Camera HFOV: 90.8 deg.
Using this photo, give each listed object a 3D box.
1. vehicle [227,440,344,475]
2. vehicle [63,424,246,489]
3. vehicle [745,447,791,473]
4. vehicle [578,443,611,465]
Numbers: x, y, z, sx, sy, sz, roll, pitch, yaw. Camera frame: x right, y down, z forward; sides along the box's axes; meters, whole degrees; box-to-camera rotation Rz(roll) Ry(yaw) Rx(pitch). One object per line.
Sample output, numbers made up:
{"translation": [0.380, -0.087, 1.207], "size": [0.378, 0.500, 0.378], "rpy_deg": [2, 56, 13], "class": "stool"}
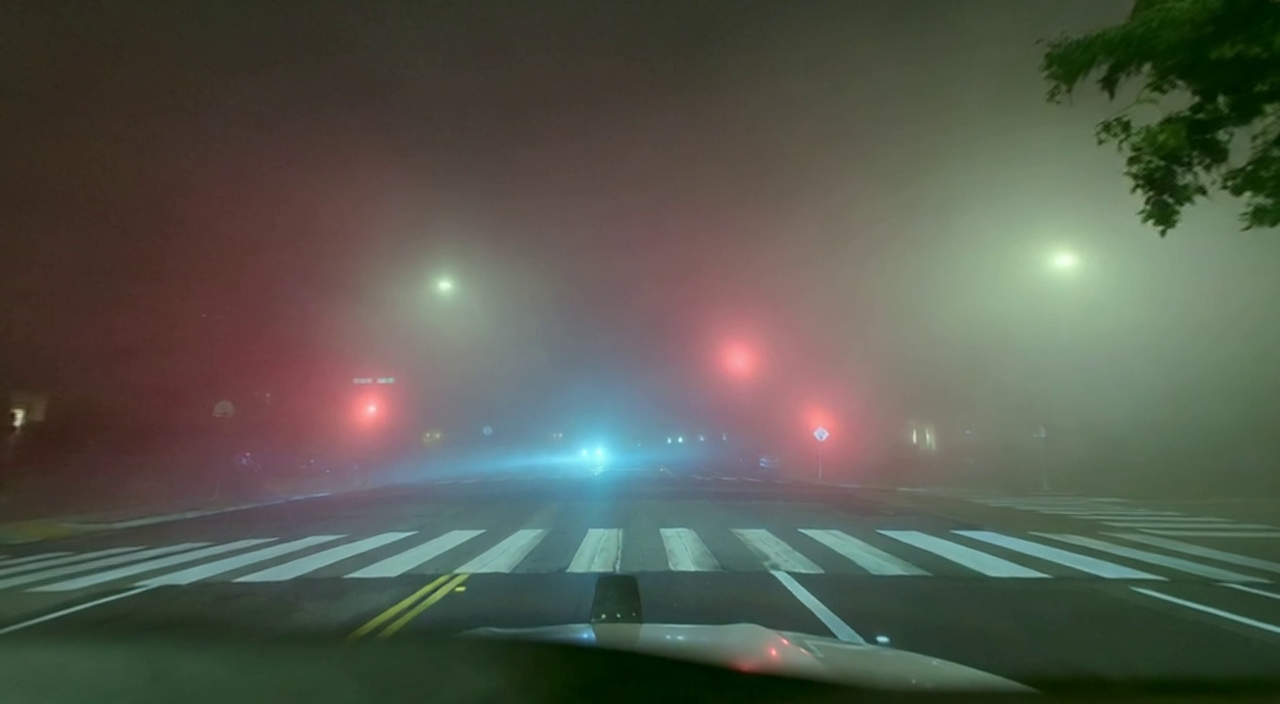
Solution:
{"translation": [-17.953, 5.362, 32.179], "size": [4.743, 1.734, 1.994], "rpy_deg": [0, -9, 0], "class": "vehicle"}
{"translation": [-17.918, 3.872, 23.551], "size": [4.800, 2.259, 2.303], "rpy_deg": [0, -9, -1], "class": "vehicle"}
{"translation": [7.999, 6.802, 39.923], "size": [2.029, 1.554, 4.705], "rpy_deg": [0, -9, 1], "class": "vehicle"}
{"translation": [-3.164, 7.139, 44.247], "size": [2.014, 1.499, 3.999], "rpy_deg": [0, -9, 0], "class": "vehicle"}
